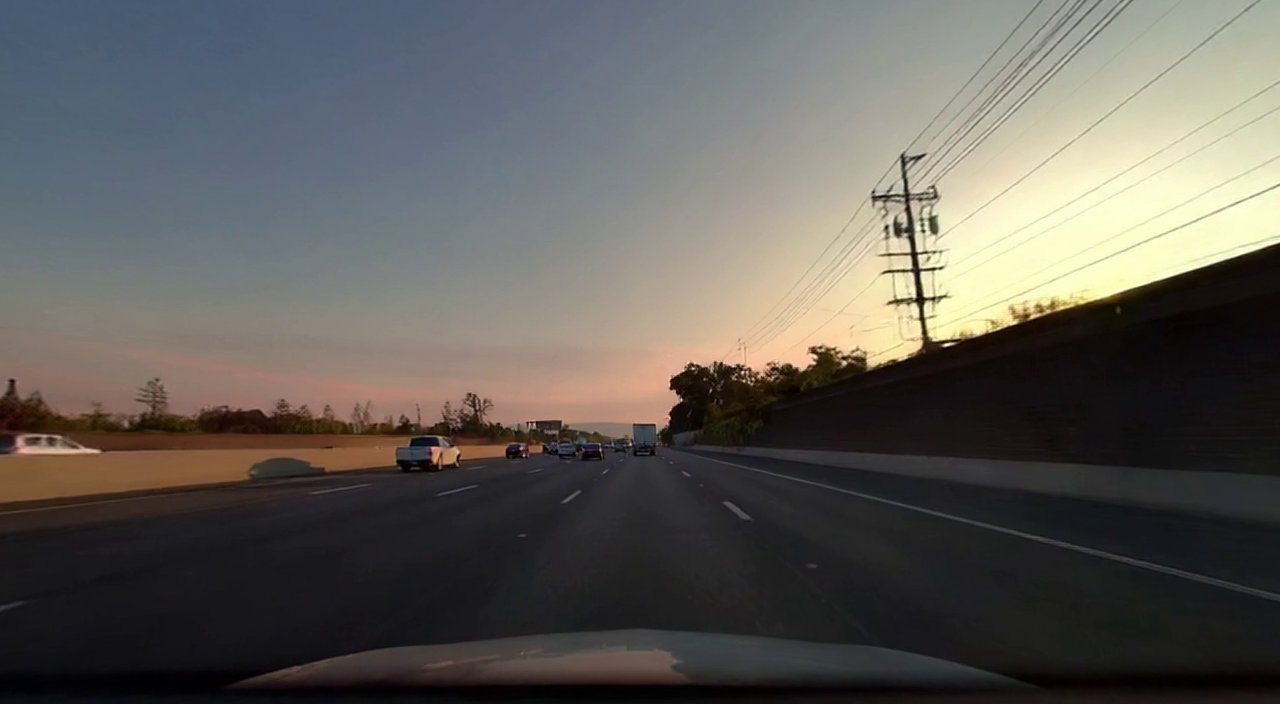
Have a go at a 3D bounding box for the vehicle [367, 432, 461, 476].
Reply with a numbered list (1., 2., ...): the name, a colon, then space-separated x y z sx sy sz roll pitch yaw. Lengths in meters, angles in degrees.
1. vehicle: -10.608 4.845 30.158 2.310 1.853 5.817 0 -9 1

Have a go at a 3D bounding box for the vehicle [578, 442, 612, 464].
1. vehicle: -3.226 7.340 46.022 2.045 1.532 4.954 0 -9 1
